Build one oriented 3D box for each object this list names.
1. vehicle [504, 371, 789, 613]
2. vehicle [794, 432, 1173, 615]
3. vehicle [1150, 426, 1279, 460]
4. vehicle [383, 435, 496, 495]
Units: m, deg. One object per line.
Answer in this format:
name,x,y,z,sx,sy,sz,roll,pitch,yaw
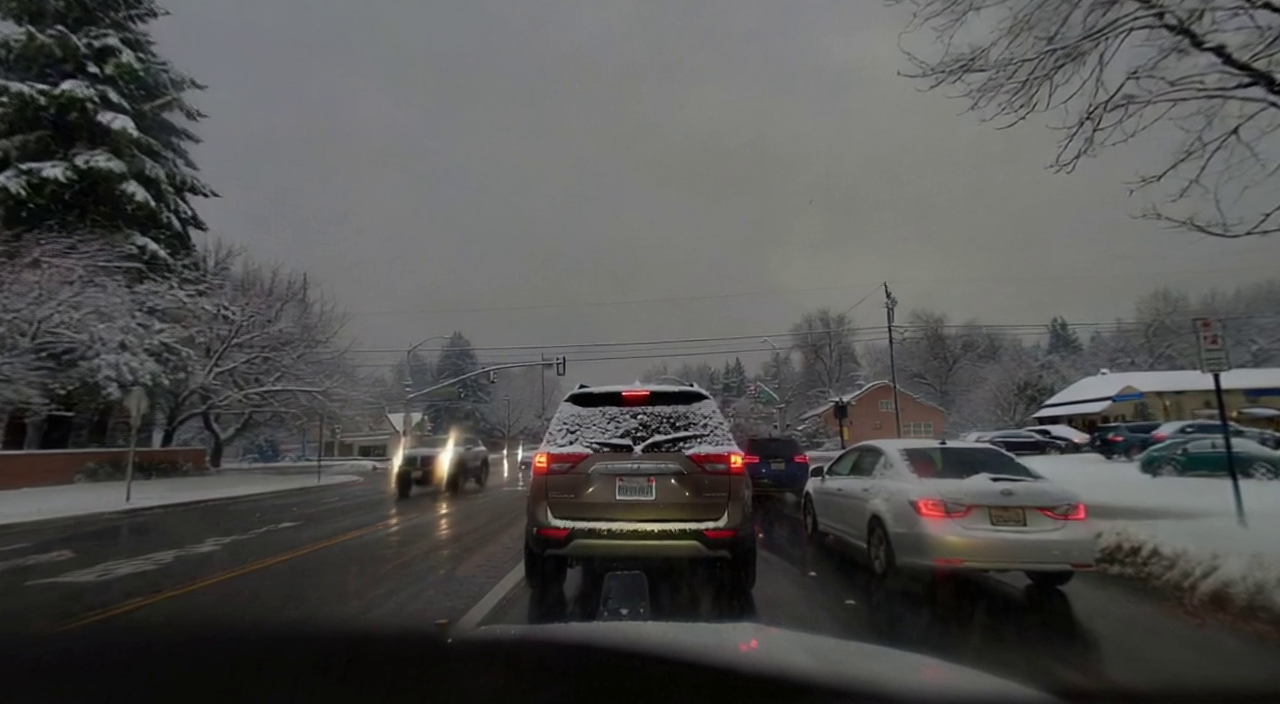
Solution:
vehicle,0.002,1.430,7.250,2.296,1.947,4.168,0,-8,-2
vehicle,3.378,1.738,7.421,1.900,1.478,4.425,0,-8,-1
vehicle,25.950,4.082,28.175,4.420,1.469,1.807,0,-8,1
vehicle,-6.416,3.676,20.792,2.153,1.728,4.753,0,-8,0
